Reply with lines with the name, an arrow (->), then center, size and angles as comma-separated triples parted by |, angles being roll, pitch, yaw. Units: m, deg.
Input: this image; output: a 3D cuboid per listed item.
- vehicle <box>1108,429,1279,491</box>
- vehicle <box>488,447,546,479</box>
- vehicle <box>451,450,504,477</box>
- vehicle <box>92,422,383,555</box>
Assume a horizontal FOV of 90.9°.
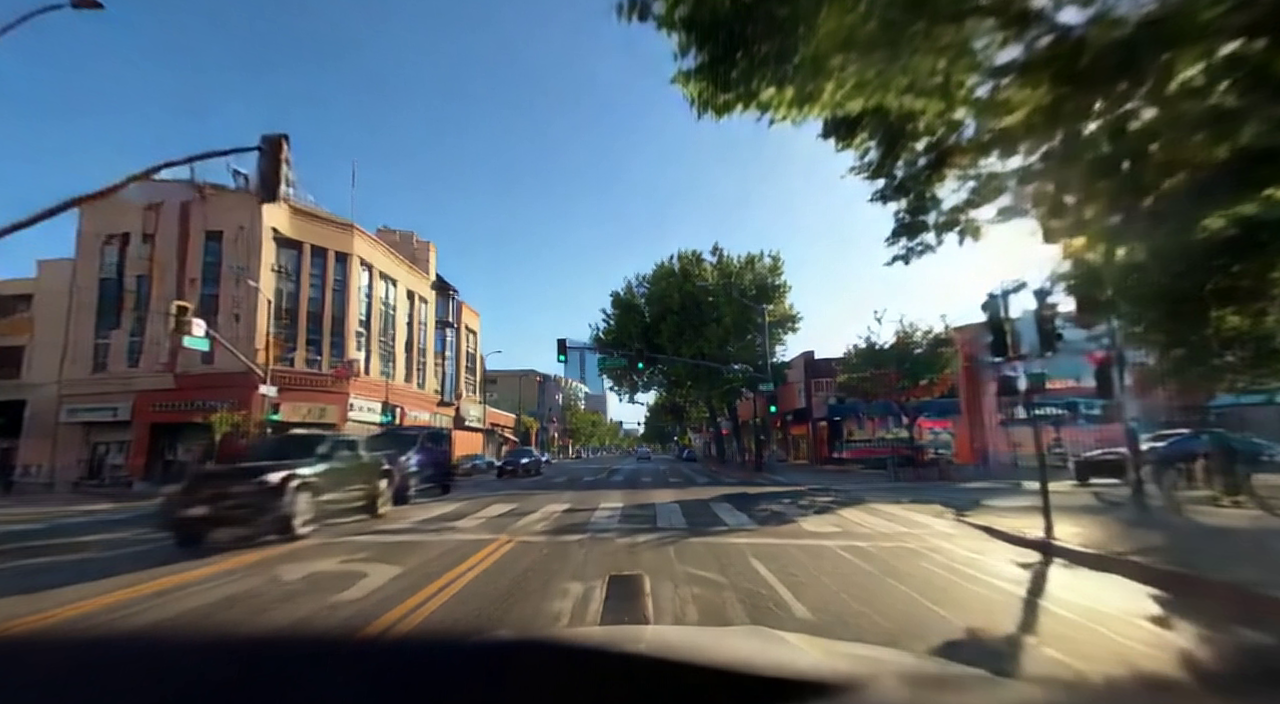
vehicle -> 16.583, 3.099, 18.301 | 4.299, 1.679, 2.011 | 0, -8, 1
vehicle -> -6.137, 5.537, 31.868 | 2.007, 1.478, 4.328 | 0, -8, 1
vehicle -> -10.049, 6.932, 39.300 | 1.919, 1.518, 4.360 | -1, -8, 3
vehicle -> -6.321, 2.160, 10.731 | 2.041, 1.756, 4.392 | 0, -8, 0
